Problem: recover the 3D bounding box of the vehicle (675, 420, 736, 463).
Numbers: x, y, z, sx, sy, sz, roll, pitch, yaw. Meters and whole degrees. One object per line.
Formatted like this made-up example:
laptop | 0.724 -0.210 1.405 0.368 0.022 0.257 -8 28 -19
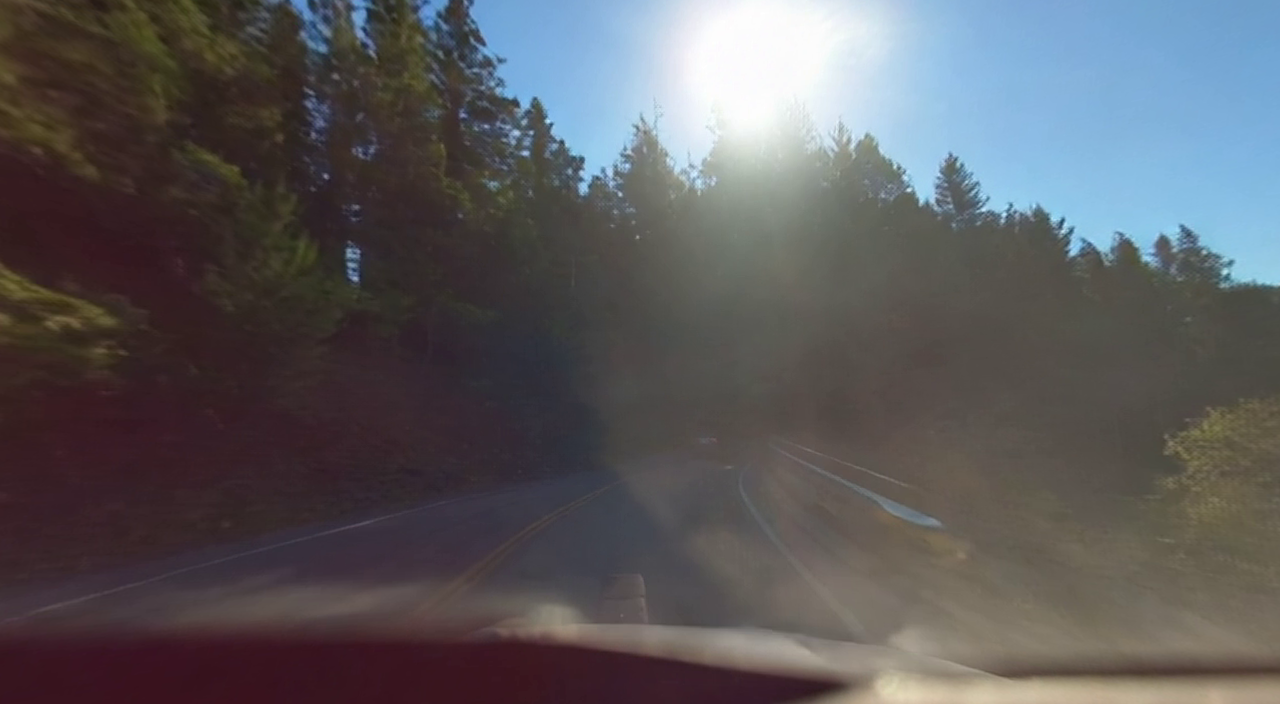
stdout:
vehicle | 3.425 4.541 31.947 2.469 1.953 5.605 -2 -9 12
